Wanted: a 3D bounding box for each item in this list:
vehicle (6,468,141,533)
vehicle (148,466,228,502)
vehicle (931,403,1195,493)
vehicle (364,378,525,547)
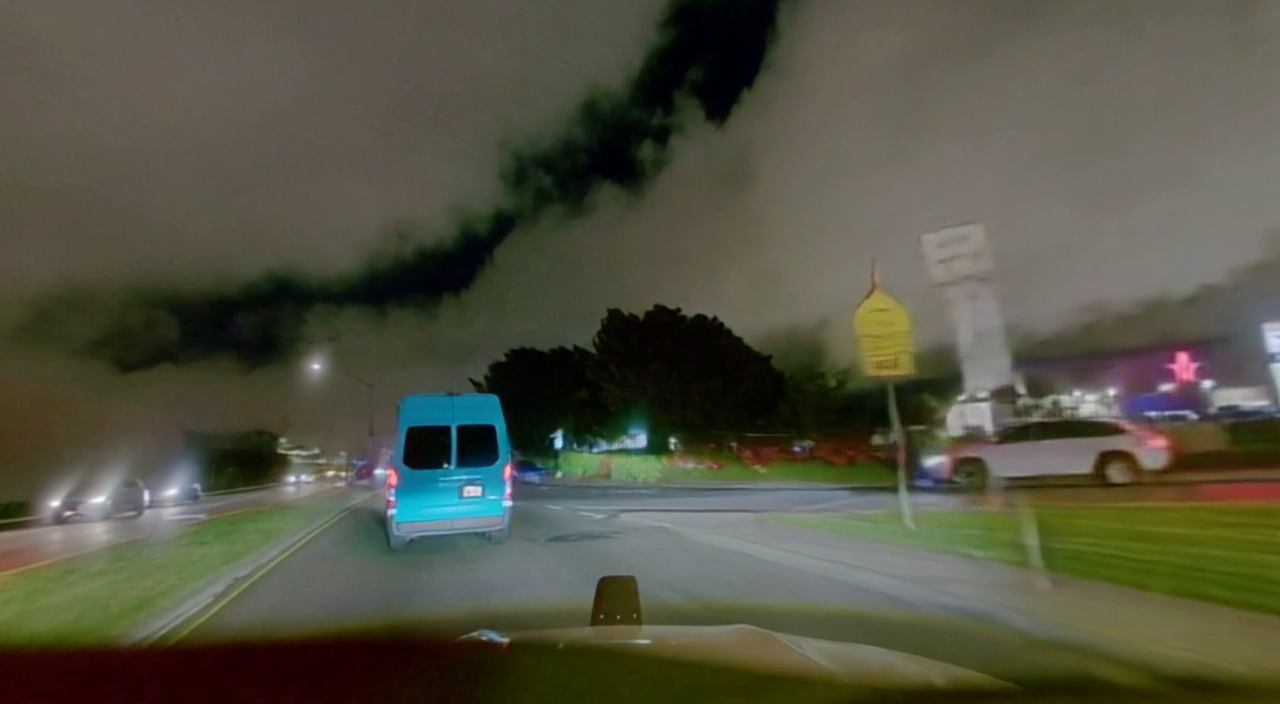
[{"bbox_3d":[-19.073,4.942,21.352,2.114,1.668,3.747,-3,-8,-19],"label":"vehicle"},{"bbox_3d":[-25.408,7.404,35.442,1.938,1.688,4.523,1,-9,-12],"label":"vehicle"},{"bbox_3d":[8.357,1.997,12.937,4.109,1.592,2.008,-5,-10,25],"label":"vehicle"},{"bbox_3d":[-4.055,2.189,12.909,2.432,2.624,5.670,2,-9,-19],"label":"vehicle"}]
